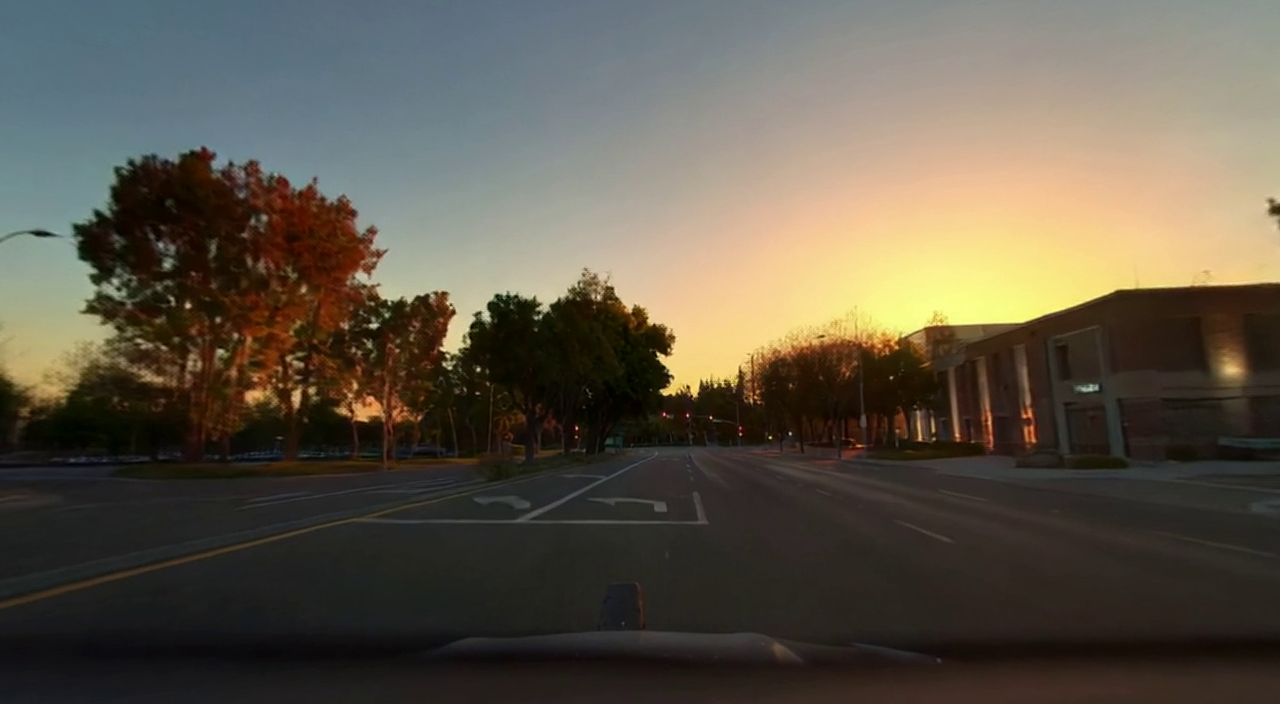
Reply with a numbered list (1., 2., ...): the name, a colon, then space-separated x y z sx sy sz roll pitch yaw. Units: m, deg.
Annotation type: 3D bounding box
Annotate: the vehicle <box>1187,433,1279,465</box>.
1. vehicle: 27.917 4.337 28.316 4.440 1.378 1.936 -1 -7 6
